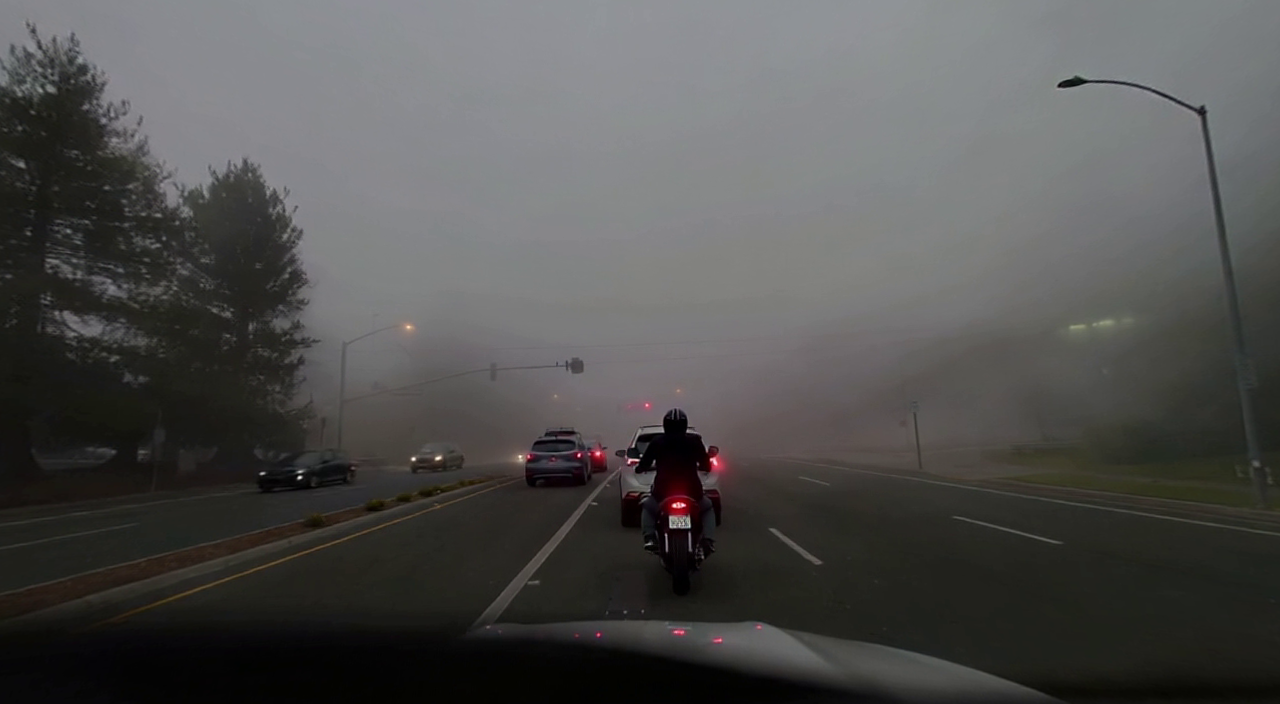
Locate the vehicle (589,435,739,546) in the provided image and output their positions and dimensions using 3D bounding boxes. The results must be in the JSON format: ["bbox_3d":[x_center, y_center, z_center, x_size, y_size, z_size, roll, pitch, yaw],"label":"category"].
[{"bbox_3d":[0.339,2.193,10.807,2.009,1.450,4.608,-1,-8,1],"label":"vehicle"}]

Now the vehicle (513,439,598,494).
[{"bbox_3d":[-2.505,3.499,19.654,1.979,1.499,3.840,-1,-8,2],"label":"vehicle"}]

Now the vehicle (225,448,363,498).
[{"bbox_3d":[-11.263,3.925,20.982,1.936,1.425,4.630,-1,-8,0],"label":"vehicle"}]

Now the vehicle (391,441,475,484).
[{"bbox_3d":[-7.779,4.148,24.080,1.735,1.480,4.137,-1,-8,1],"label":"vehicle"}]
